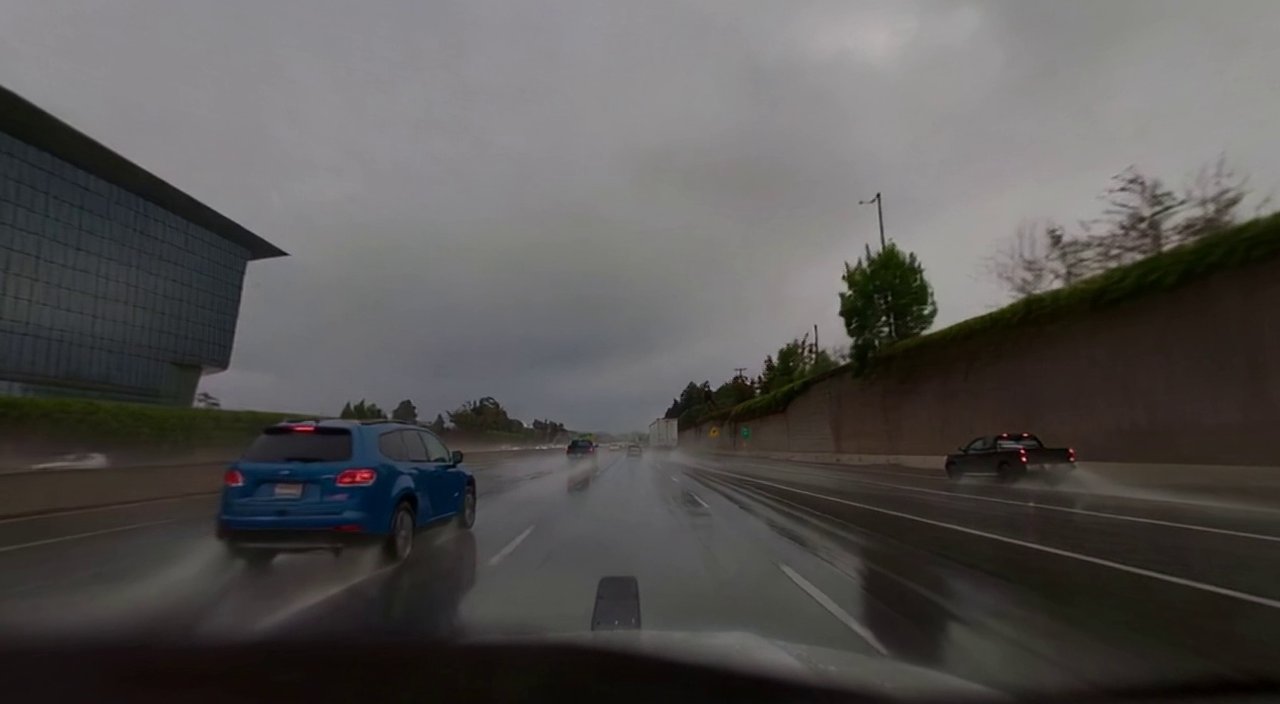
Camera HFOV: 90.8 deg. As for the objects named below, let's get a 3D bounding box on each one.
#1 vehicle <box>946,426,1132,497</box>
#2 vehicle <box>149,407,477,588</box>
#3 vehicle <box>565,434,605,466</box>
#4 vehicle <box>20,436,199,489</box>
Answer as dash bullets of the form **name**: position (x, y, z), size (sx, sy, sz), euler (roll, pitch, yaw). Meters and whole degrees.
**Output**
- **vehicle**: position (11.509, 3.210, 18.836), size (2.089, 1.787, 5.080), euler (0, -9, -2)
- **vehicle**: position (-3.671, 1.713, 8.219), size (2.039, 1.710, 4.237), euler (0, -9, -1)
- **vehicle**: position (-3.576, 6.576, 42.443), size (2.284, 2.022, 5.752), euler (0, -9, -1)
- **vehicle**: position (-20.399, 4.281, 24.781), size (2.275, 1.834, 5.473), euler (0, -9, 0)
